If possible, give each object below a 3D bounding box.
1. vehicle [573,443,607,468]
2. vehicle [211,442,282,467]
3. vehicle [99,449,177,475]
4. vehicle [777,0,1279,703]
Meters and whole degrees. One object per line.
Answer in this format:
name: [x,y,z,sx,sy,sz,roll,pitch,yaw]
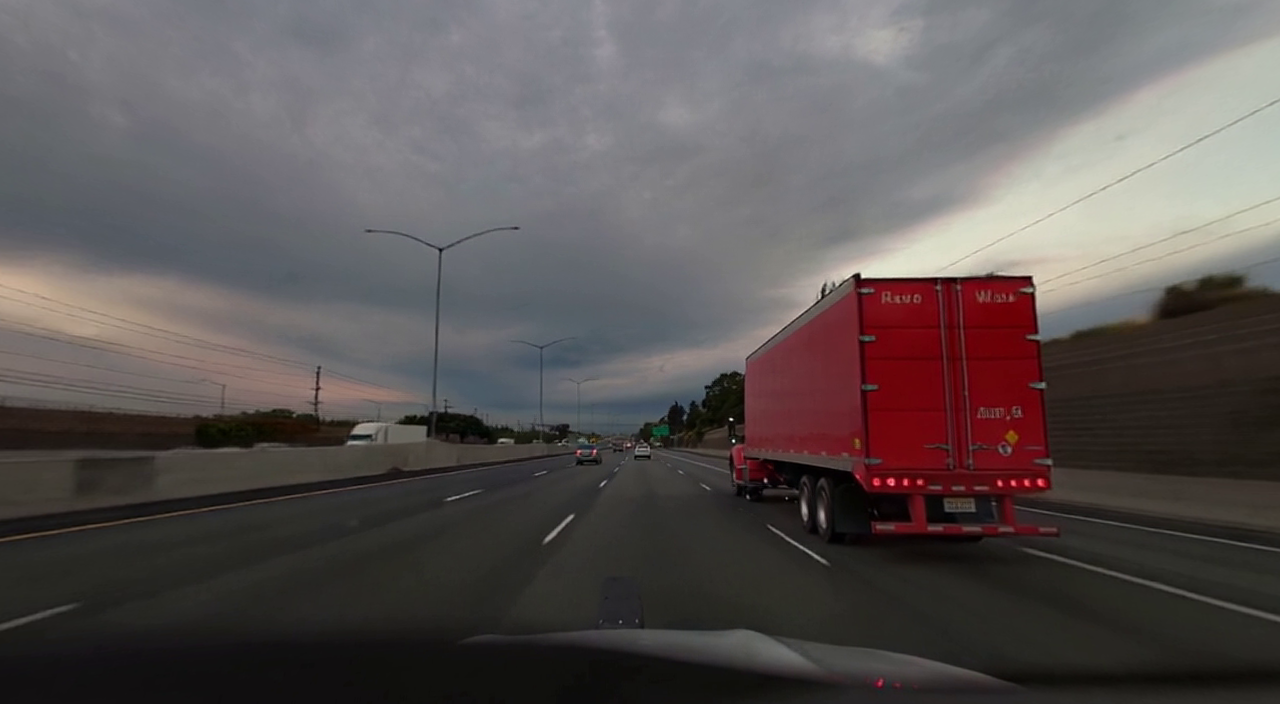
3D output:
vehicle: [-3.428,7.195,44.017,2.000,1.658,4.155,0,-9,0]
vehicle: [-24.740,6.455,39.743,1.893,1.494,3.950,0,-9,0]
vehicle: [-28.922,6.335,36.397,1.558,1.409,3.503,0,-9,0]
vehicle: [3.838,-0.156,3.240,2.899,4.078,16.430,0,-8,1]
